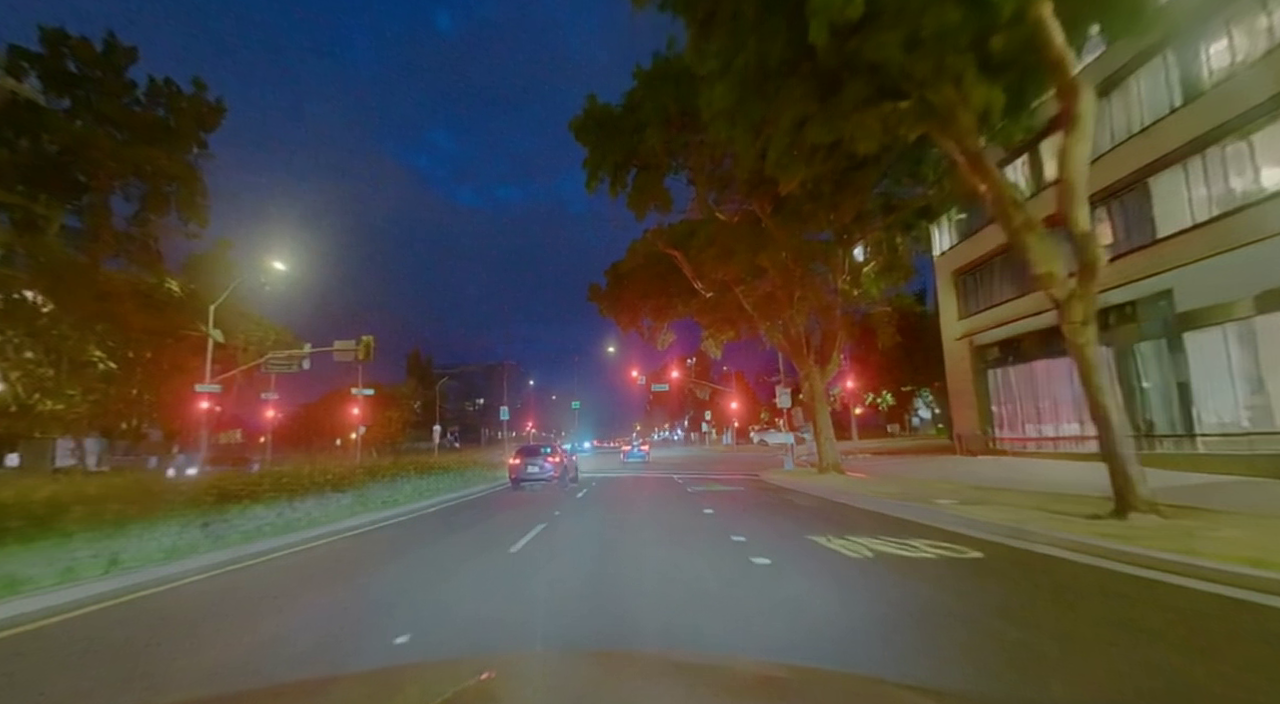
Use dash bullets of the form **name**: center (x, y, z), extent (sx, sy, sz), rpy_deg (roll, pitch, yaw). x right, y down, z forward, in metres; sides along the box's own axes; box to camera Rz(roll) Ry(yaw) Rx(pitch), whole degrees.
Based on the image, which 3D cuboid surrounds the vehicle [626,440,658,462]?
- **vehicle**: center (0.102, 6.754, 43.165), extent (2.095, 1.438, 3.843), rpy_deg (0, -9, 0)

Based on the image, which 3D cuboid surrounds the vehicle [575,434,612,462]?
- **vehicle**: center (-3.196, 6.756, 44.495), extent (2.152, 1.802, 4.628), rpy_deg (-1, -9, 1)

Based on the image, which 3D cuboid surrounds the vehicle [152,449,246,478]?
- **vehicle**: center (-29.688, 7.506, 42.603), extent (4.684, 1.806, 2.073), rpy_deg (0, -9, -1)

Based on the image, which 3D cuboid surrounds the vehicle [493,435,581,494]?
- **vehicle**: center (-3.244, 3.661, 20.855), extent (2.116, 1.725, 4.315), rpy_deg (0, -9, 1)

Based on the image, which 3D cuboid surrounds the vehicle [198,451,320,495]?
- **vehicle**: center (-14.659, 4.636, 24.677), extent (1.918, 1.513, 4.581), rpy_deg (0, -9, 0)
